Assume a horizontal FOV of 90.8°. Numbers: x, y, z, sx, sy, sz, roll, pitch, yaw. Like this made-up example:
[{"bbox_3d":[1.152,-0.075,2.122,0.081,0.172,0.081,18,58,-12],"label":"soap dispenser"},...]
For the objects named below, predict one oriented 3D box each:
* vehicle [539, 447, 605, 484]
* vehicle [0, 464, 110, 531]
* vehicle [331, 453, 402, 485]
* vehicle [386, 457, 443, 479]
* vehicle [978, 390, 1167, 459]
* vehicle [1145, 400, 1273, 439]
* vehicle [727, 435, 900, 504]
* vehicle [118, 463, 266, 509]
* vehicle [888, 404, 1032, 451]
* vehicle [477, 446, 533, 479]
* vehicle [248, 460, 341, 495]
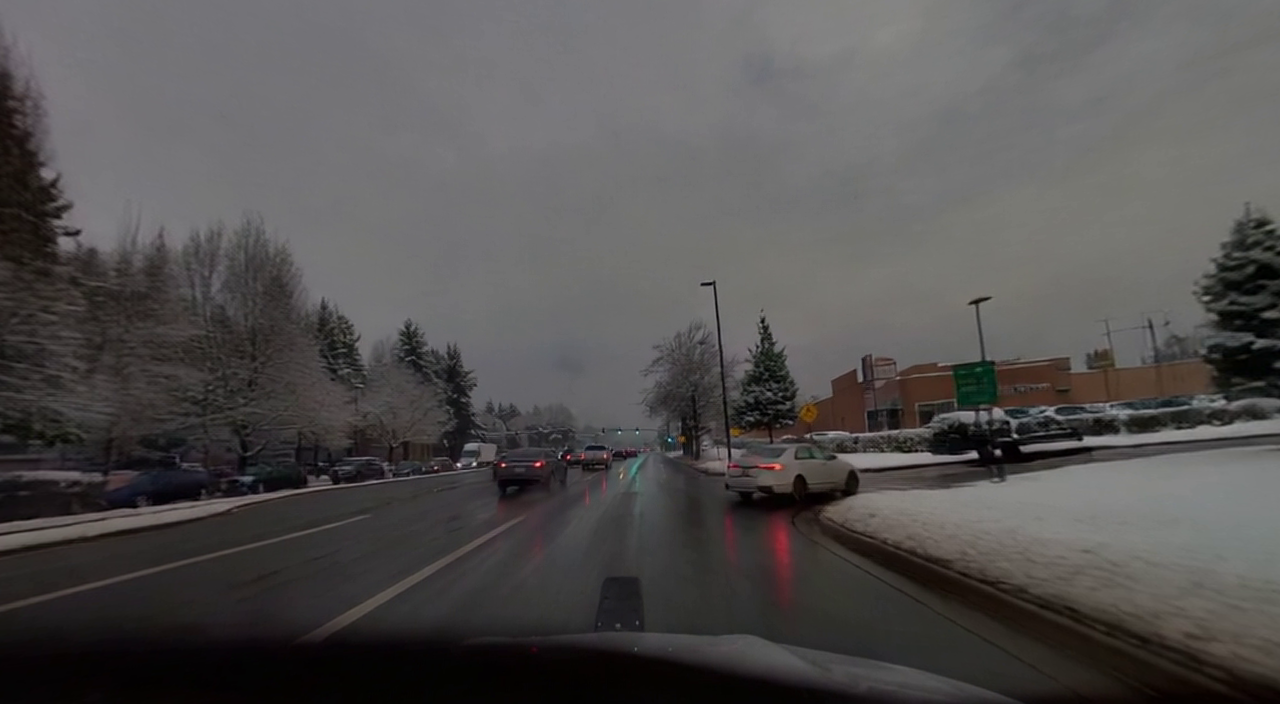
[{"bbox_3d":[-2.950,5.027,28.379,2.235,1.500,4.420,0,-9,3],"label":"vehicle"},{"bbox_3d":[-17.228,3.869,16.940,2.084,1.624,4.486,0,-9,1],"label":"vehicle"},{"bbox_3d":[-16.374,6.981,38.082,2.073,1.749,4.770,0,-9,1],"label":"vehicle"},{"bbox_3d":[-16.289,8.383,45.952,2.162,1.480,5.017,0,-9,1],"label":"vehicle"},{"bbox_3d":[14.868,2.593,21.696,6.193,2.081,2.569,4,-10,-27],"label":"vehicle"},{"bbox_3d":[27.425,3.336,30.703,1.992,1.498,4.667,-5,-9,4],"label":"vehicle"},{"bbox_3d":[4.565,2.959,16.323,4.504,1.513,2.208,8,-12,-42],"label":"vehicle"},{"bbox_3d":[-16.659,4.989,23.879,1.981,1.431,4.862,0,-9,1],"label":"vehicle"},{"bbox_3d":[14.233,3.421,28.388,5.161,1.993,2.293,0,-9,2],"label":"vehicle"},{"bbox_3d":[-7.544,6.212,35.747,2.054,1.744,4.422,0,-9,1],"label":"vehicle"},{"bbox_3d":[-16.405,5.953,30.266,1.849,1.472,4.441,0,-9,1],"label":"vehicle"}]
